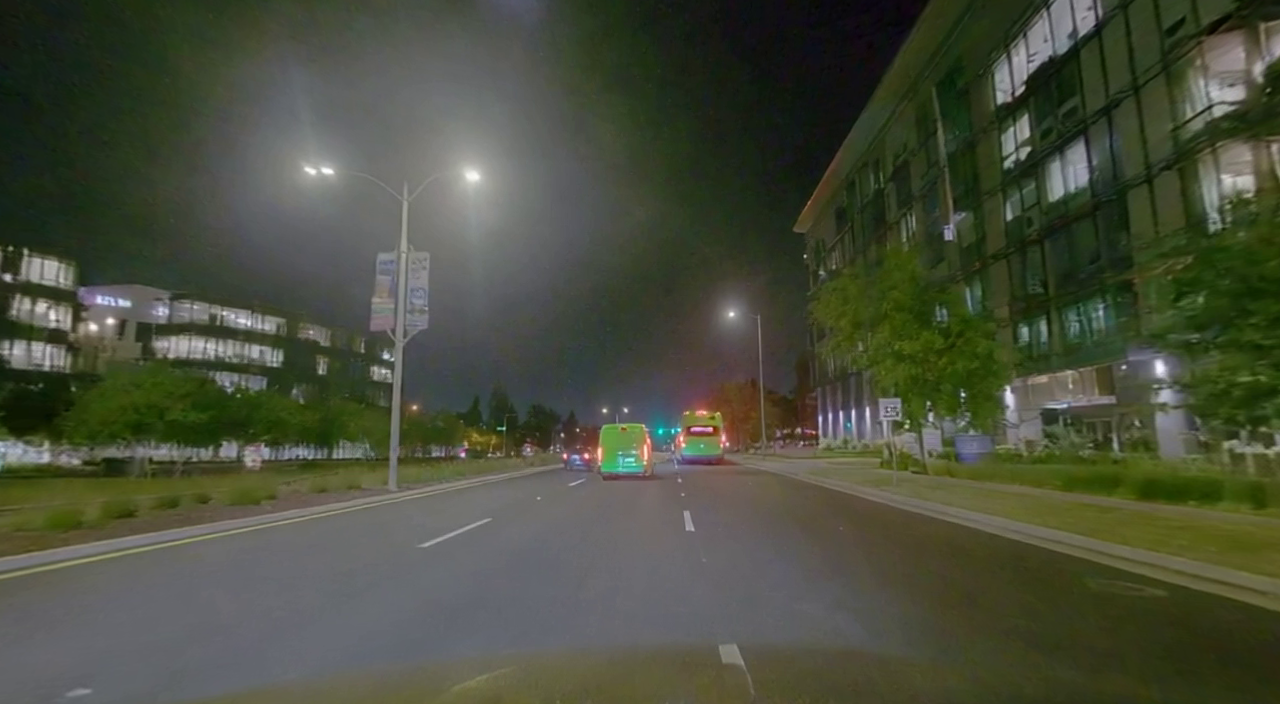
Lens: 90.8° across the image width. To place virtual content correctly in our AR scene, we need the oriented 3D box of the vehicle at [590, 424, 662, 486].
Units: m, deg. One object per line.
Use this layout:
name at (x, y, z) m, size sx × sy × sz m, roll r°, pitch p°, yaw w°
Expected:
vehicle at (-0.391, 3.937, 24.359) m, size 2.336 × 2.122 × 5.207 m, roll -1°, pitch -9°, yaw 3°

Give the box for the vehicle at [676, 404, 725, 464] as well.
vehicle at (4.431, 6.468, 48.903) m, size 2.970 × 4.005 × 13.429 m, roll -1°, pitch -9°, yaw 2°

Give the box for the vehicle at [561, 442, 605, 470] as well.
vehicle at (-3.459, 6.453, 39.361) m, size 2.109 × 1.672 × 4.256 m, roll -1°, pitch -9°, yaw 3°
